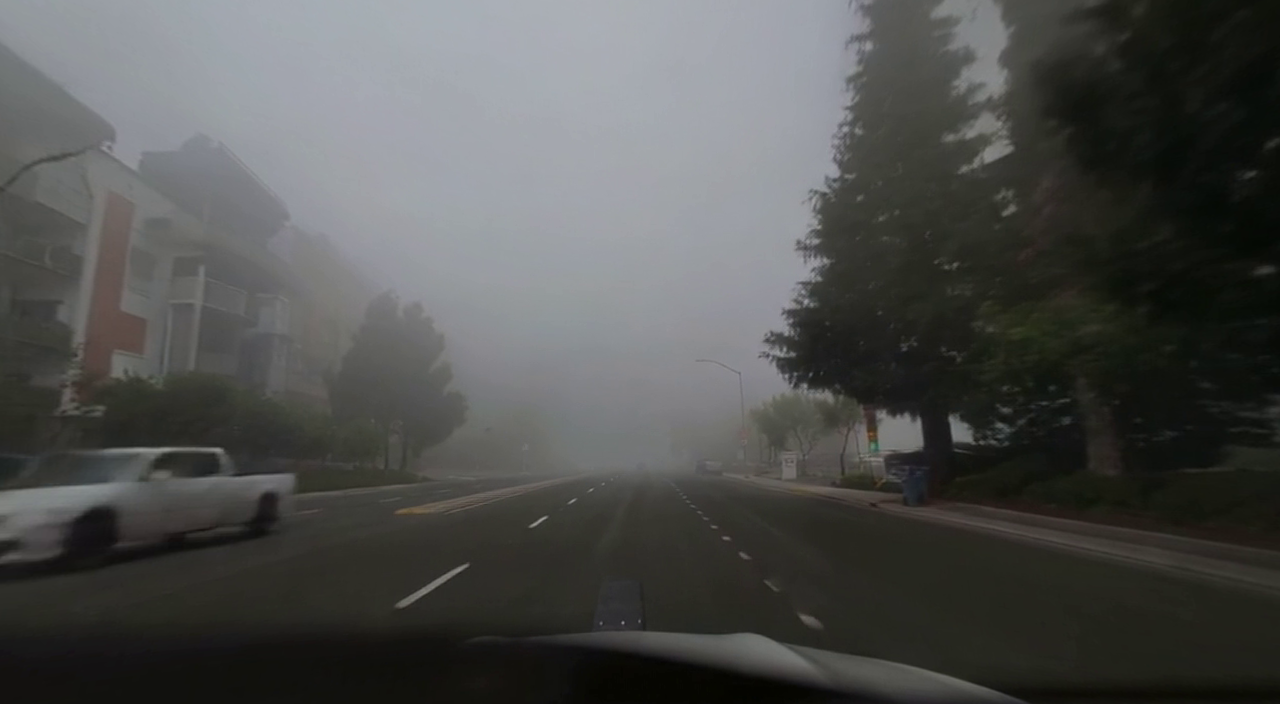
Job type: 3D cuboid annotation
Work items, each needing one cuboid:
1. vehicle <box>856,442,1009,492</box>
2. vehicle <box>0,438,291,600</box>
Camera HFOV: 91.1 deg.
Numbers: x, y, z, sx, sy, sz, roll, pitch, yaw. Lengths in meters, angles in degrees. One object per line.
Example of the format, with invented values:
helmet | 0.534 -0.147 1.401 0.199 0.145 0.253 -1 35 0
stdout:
vehicle | 11.270 4.444 24.518 4.903 1.831 2.098 0 -9 2
vehicle | -7.476 2.120 9.015 2.220 1.681 4.633 0 -8 1
